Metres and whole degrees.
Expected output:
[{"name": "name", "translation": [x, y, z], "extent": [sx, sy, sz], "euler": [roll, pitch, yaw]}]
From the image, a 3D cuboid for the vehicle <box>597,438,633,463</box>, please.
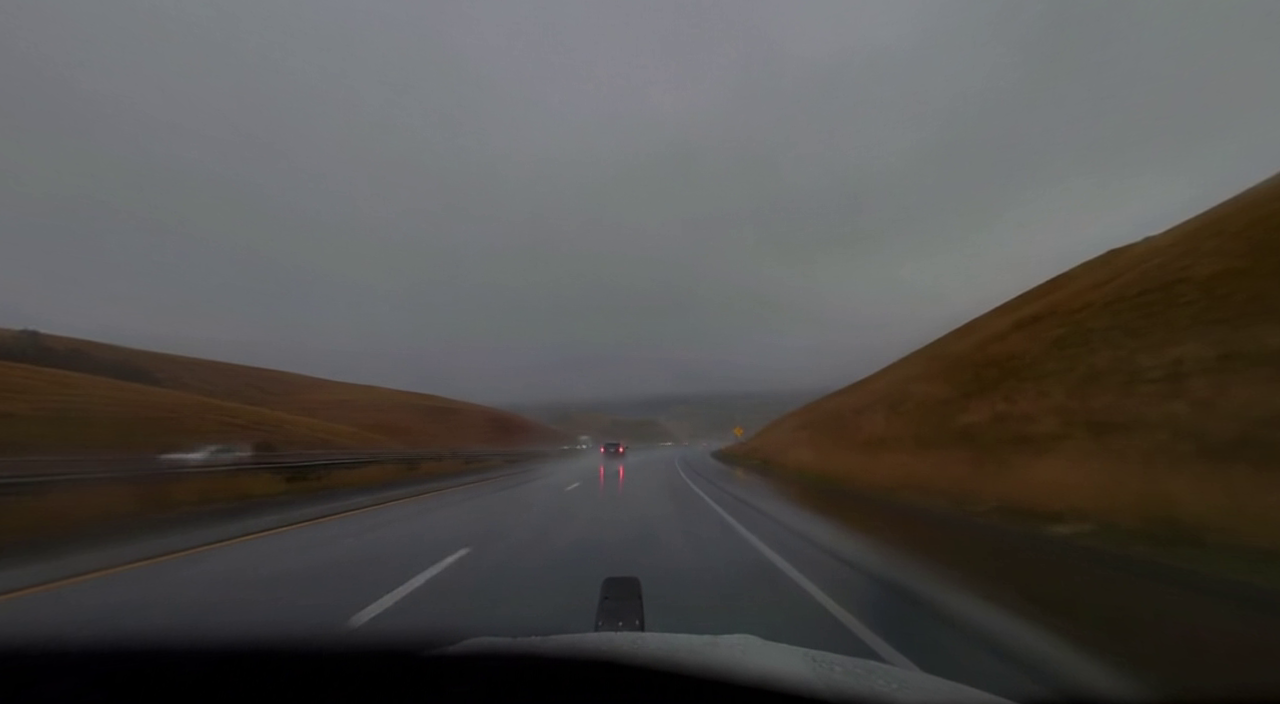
[{"name": "vehicle", "translation": [-1.884, 7.564, 48.681], "extent": [2.252, 1.743, 4.560], "euler": [-1, -8, 4]}]
